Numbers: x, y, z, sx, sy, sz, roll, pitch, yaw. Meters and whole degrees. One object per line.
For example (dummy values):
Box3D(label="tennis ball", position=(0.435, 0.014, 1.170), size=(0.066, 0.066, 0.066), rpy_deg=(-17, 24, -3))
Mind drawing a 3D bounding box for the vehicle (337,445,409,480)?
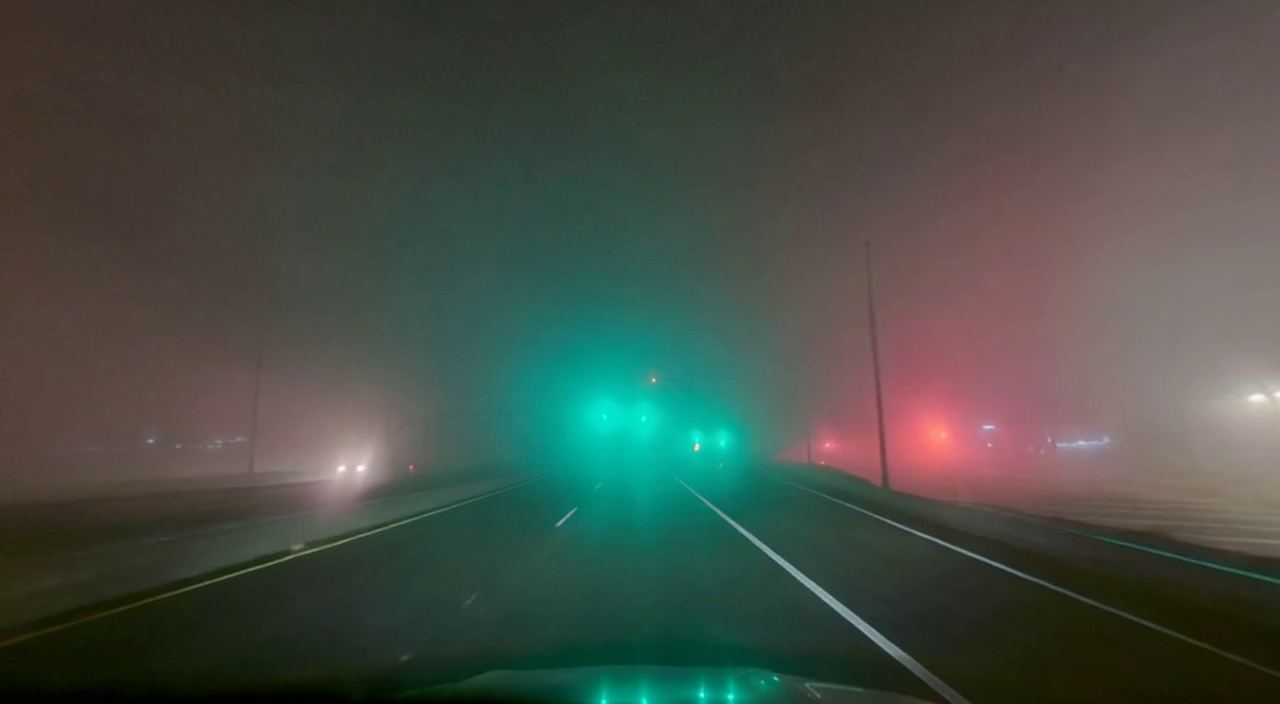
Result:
Box3D(label="vehicle", position=(-14.209, 5.878, 33.824), size=(2.020, 1.719, 4.366), rpy_deg=(0, -9, -1))
